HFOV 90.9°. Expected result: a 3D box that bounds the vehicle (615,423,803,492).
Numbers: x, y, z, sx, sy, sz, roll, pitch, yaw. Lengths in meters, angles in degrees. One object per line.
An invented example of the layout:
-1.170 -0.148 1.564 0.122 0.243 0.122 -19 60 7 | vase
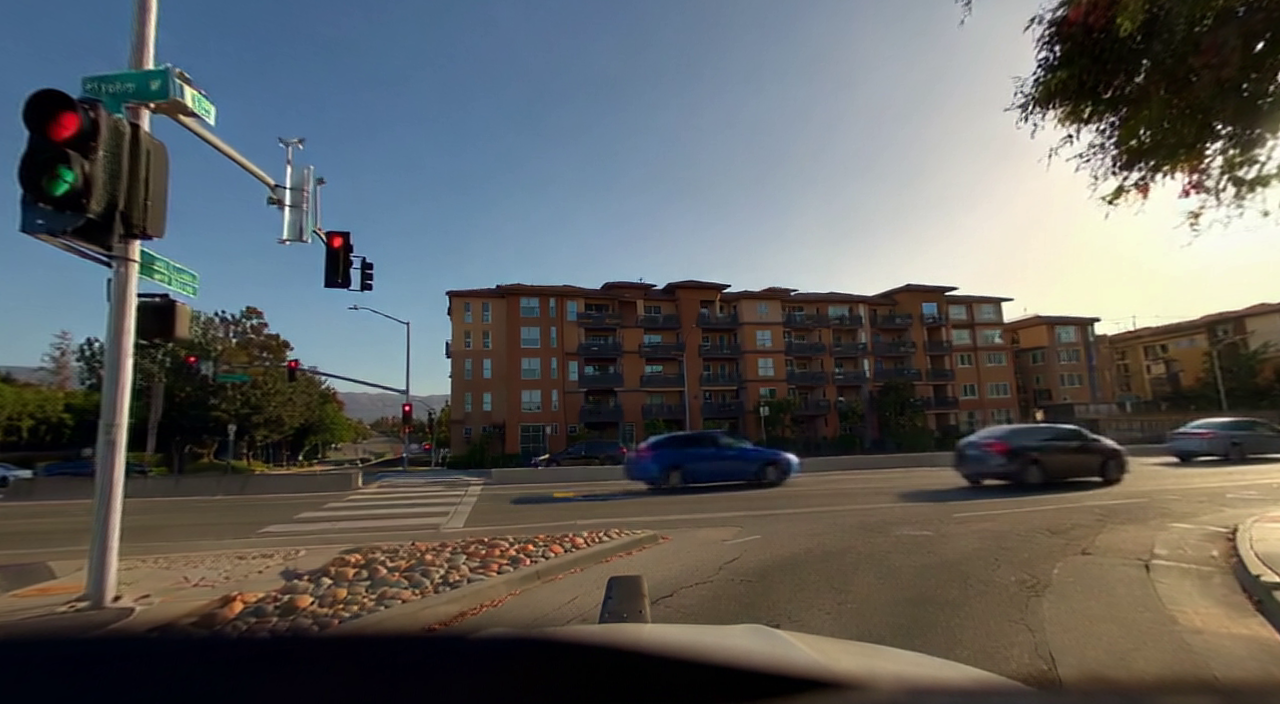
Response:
1.837 2.851 17.272 4.711 1.688 1.915 2 -9 -16 | vehicle

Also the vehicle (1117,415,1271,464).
20.528 3.246 23.415 4.719 1.671 1.985 2 -9 -17 | vehicle

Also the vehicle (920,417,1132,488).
9.880 2.560 16.263 4.581 1.650 1.958 2 -9 -16 | vehicle

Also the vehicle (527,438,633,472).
-2.619 4.462 27.472 4.289 1.415 1.774 2 -9 -17 | vehicle
